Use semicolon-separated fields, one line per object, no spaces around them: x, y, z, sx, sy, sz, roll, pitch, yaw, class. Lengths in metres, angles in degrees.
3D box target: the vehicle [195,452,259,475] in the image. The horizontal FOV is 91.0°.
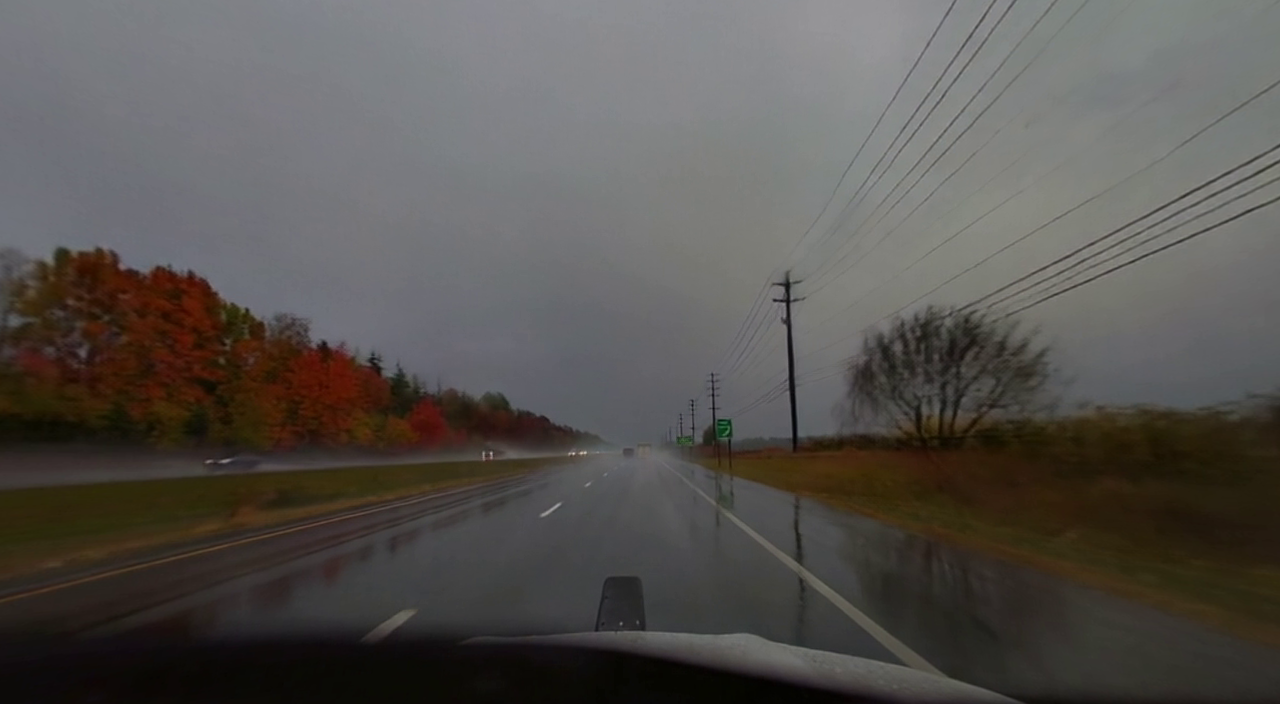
-31.967;8.650;48.914;1.885;1.634;4.501;0;-9;1;vehicle
